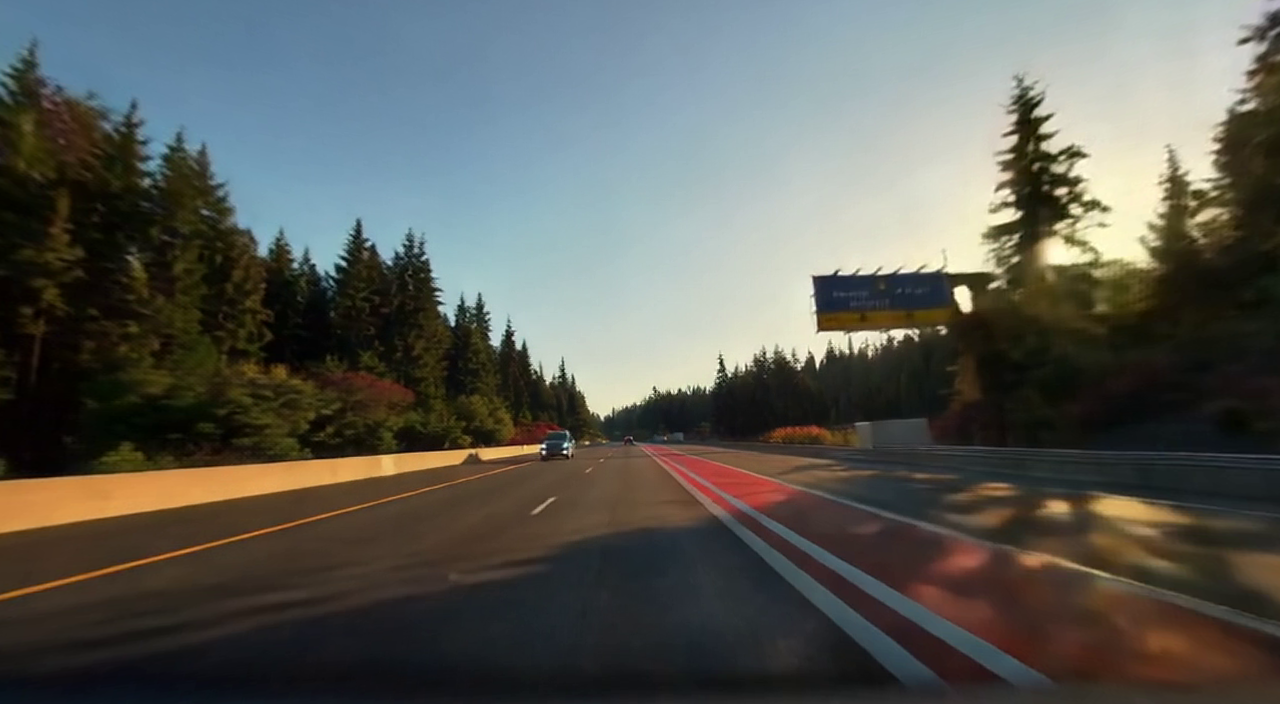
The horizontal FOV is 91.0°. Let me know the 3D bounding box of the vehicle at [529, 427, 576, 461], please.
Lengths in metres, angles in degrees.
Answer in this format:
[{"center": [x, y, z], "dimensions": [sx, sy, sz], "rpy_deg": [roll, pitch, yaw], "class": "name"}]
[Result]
[{"center": [-5.445, 5.804, 39.829], "dimensions": [2.272, 1.960, 5.191], "rpy_deg": [0, -8, -1], "class": "vehicle"}]
